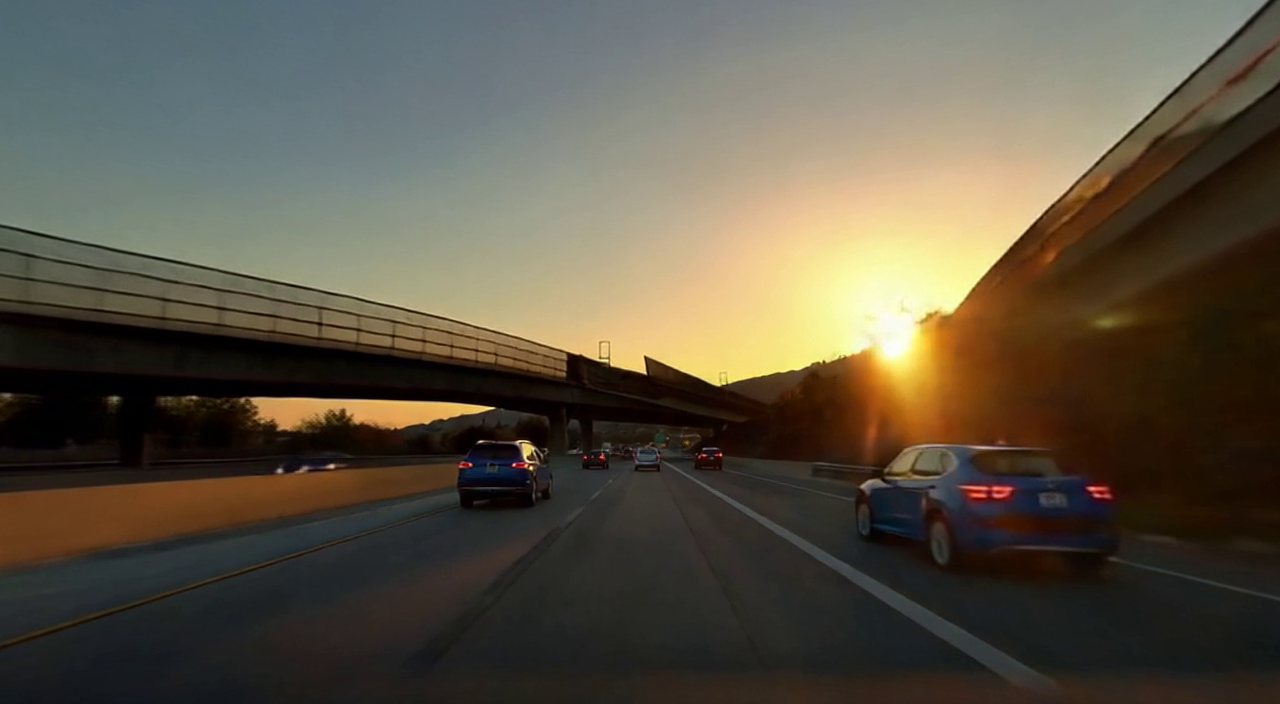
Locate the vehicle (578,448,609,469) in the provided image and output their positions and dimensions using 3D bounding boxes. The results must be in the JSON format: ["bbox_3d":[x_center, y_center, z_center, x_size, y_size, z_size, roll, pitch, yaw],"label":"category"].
[{"bbox_3d":[-3.379,7.820,46.439,1.994,1.475,4.171,0,-9,0],"label":"vehicle"}]

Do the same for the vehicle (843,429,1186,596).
[{"bbox_3d":[4.163,1.810,7.909,1.959,1.554,3.795,0,-9,0],"label":"vehicle"}]

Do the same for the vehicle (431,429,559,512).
[{"bbox_3d":[-3.421,2.897,15.870,2.089,1.751,4.515,0,-9,1],"label":"vehicle"}]

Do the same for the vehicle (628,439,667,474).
[{"bbox_3d":[0.413,6.053,36.717,2.155,1.909,4.529,0,-9,0],"label":"vehicle"}]

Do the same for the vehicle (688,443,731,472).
[{"bbox_3d":[4.508,6.911,41.503,2.231,1.807,4.588,0,-9,-1],"label":"vehicle"}]

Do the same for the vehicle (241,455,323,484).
[{"bbox_3d":[-20.673,6.763,36.570,1.897,1.506,4.512,0,-9,3],"label":"vehicle"}]
